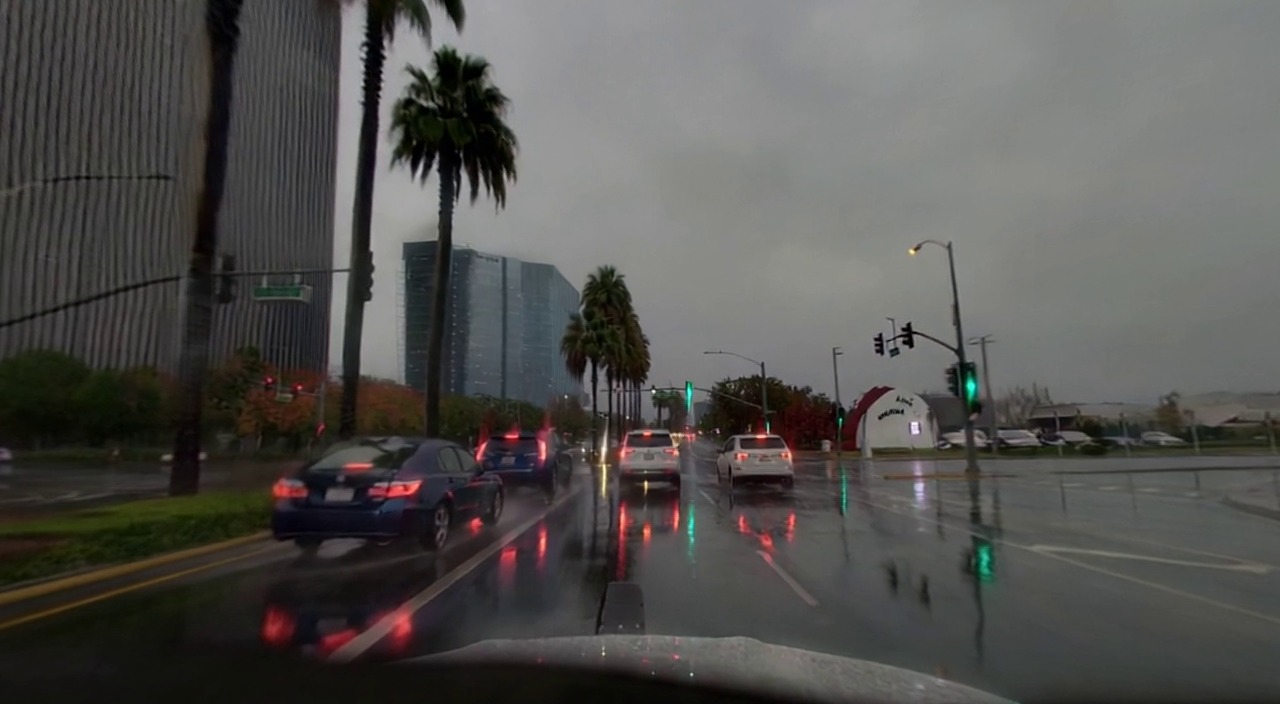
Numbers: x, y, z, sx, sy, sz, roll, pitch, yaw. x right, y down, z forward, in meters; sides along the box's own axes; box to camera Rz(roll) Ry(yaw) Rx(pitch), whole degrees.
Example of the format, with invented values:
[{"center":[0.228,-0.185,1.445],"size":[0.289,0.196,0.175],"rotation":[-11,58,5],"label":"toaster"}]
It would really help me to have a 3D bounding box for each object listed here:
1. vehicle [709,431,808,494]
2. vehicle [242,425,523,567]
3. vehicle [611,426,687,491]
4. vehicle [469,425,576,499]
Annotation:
[{"center":[3.192,3.058,17.805],"size":[1.936,1.567,3.896],"rotation":[0,-9,-1],"label":"vehicle"},{"center":[-3.155,1.863,9.014],"size":[1.962,1.480,4.605],"rotation":[0,-9,2],"label":"vehicle"},{"center":[0.258,3.224,19.412],"size":[2.060,1.730,4.257],"rotation":[0,-8,1],"label":"vehicle"},{"center":[-2.971,2.897,16.925],"size":[1.938,1.713,4.048],"rotation":[0,-9,2],"label":"vehicle"}]
